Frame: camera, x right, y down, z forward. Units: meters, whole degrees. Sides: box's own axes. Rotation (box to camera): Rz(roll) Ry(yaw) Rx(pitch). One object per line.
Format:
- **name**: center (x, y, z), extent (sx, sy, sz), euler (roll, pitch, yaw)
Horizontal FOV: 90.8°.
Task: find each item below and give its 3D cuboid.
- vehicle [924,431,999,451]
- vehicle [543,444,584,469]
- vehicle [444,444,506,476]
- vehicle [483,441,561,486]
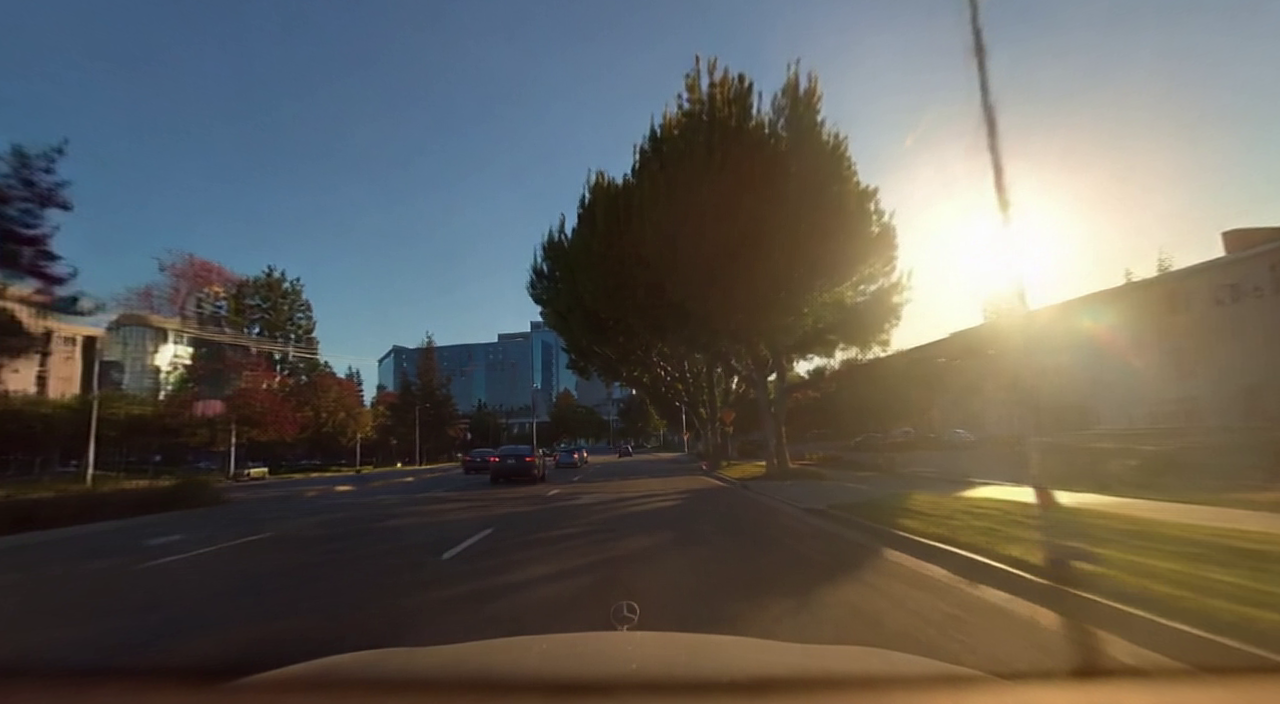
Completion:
- **vehicle**: center (24.410, 6.775, 48.067), extent (4.614, 1.464, 1.856), euler (0, -8, -1)
- **vehicle**: center (-4.526, 6.286, 38.096), extent (1.971, 1.414, 4.317), euler (0, -8, -1)
- **vehicle**: center (-8.473, 5.555, 32.829), extent (1.976, 1.497, 4.709), euler (0, -8, 0)
- **vehicle**: center (-4.241, 4.061, 23.456), extent (2.011, 1.483, 4.596), euler (0, -8, 0)
